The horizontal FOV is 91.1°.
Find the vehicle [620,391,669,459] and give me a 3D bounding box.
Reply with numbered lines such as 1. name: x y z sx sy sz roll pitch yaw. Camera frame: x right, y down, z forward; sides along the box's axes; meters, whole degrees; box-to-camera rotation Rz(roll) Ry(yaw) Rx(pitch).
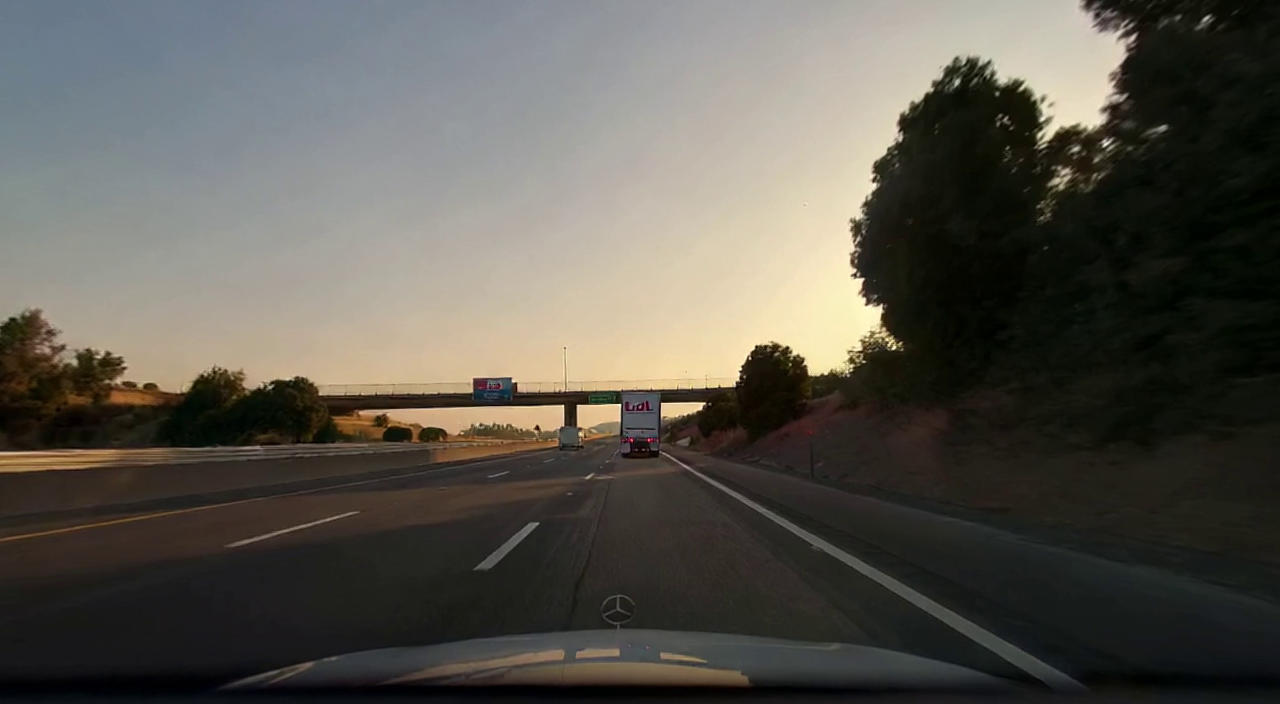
1. vehicle: 0.223 5.522 46.251 3.034 4.194 14.704 0 -8 0
